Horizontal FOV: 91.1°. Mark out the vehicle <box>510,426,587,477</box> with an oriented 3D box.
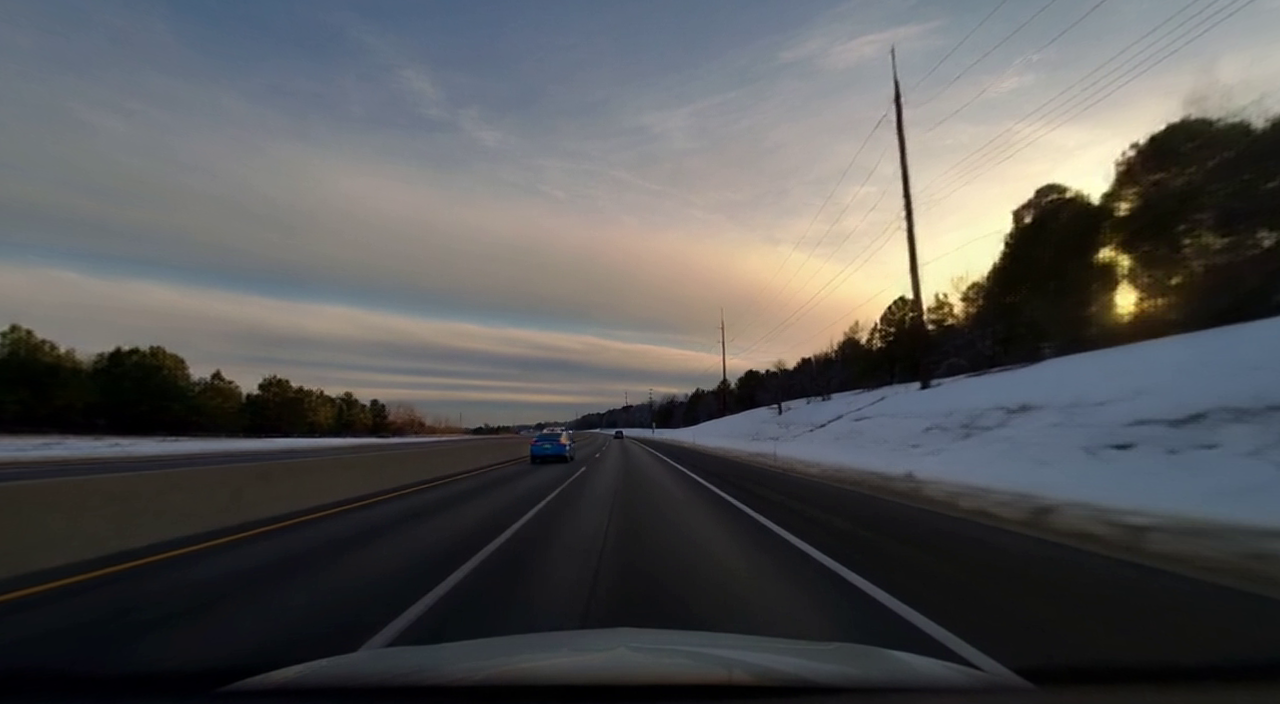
[{"bbox_3d":[-2.928,3.282,20.995,1.999,1.536,3.969,0,-8,0],"label":"vehicle"}]
